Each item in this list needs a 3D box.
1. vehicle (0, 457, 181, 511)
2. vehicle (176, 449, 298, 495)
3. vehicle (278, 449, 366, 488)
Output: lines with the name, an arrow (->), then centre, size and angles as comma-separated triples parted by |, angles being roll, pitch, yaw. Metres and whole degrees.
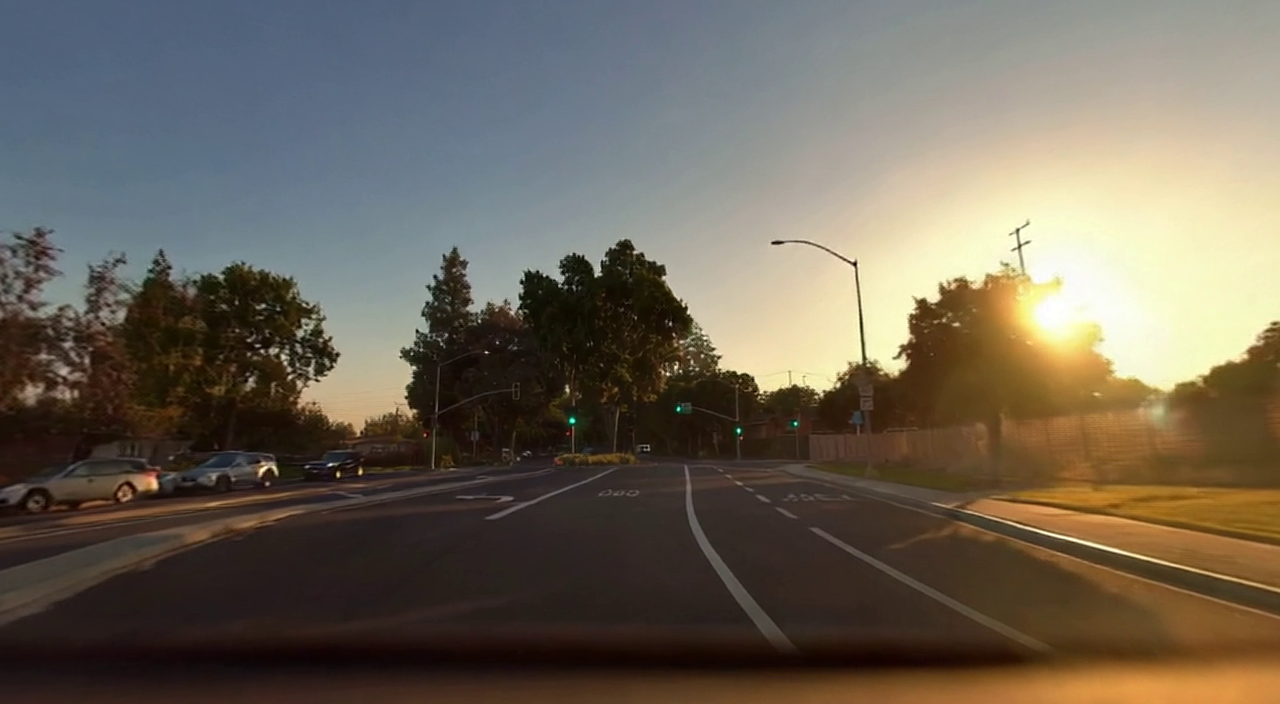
vehicle -> -18.909, 4.476, 21.892 | 1.883, 1.506, 4.863 | -1, -8, 6
vehicle -> -18.320, 5.427, 28.991 | 2.148, 1.856, 4.632 | -1, -9, 6
vehicle -> -17.473, 6.383, 34.965 | 2.050, 1.697, 4.838 | -5, -7, 6
